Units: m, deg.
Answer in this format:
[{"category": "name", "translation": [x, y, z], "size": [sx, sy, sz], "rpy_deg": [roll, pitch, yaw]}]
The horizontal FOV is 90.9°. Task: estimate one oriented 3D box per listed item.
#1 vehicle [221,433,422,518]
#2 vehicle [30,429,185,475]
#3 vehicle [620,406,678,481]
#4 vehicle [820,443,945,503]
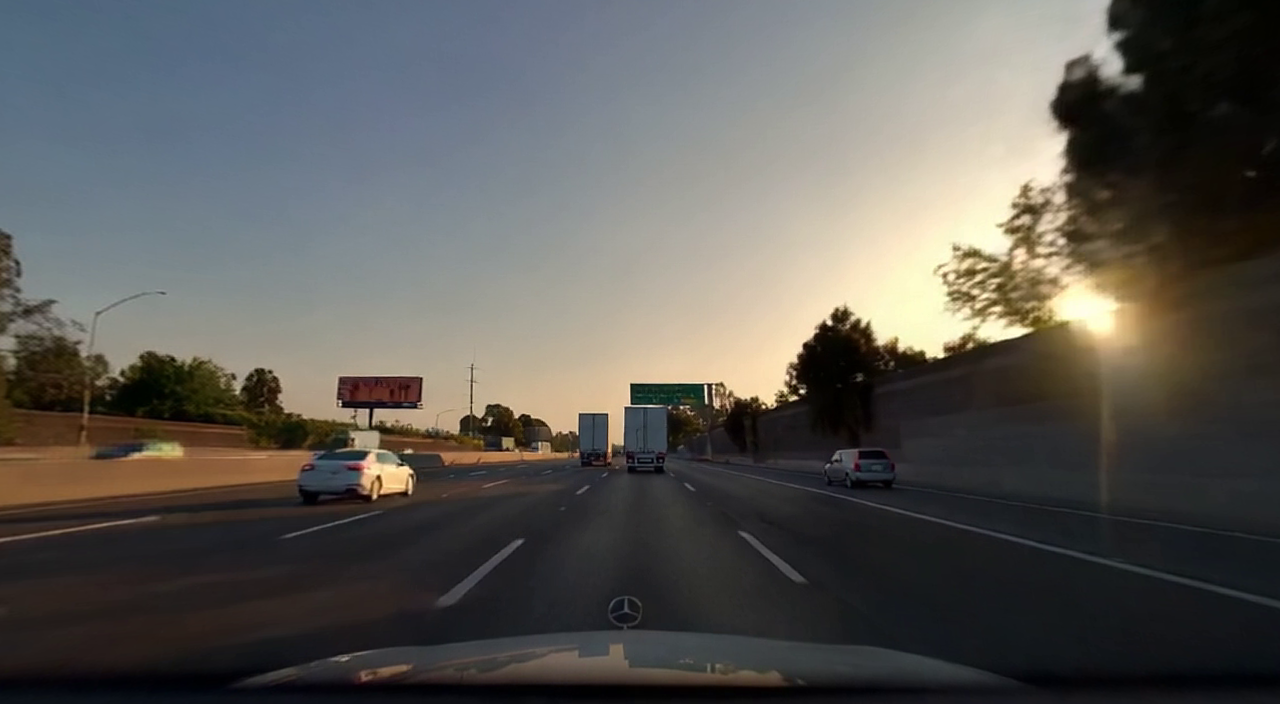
[{"category": "vehicle", "translation": [-6.729, 2.638, 14.084], "size": [1.992, 1.547, 4.673], "rpy_deg": [0, -8, 1]}, {"category": "vehicle", "translation": [-21.953, 4.146, 26.357], "size": [2.287, 1.689, 4.740], "rpy_deg": [0, -8, 1]}, {"category": "vehicle", "translation": [0.431, 5.419, 39.115], "size": [3.054, 3.944, 11.230], "rpy_deg": [0, -6, 0]}, {"category": "vehicle", "translation": [7.096, 3.554, 19.025], "size": [1.969, 1.560, 4.394], "rpy_deg": [0, -8, -1]}]
